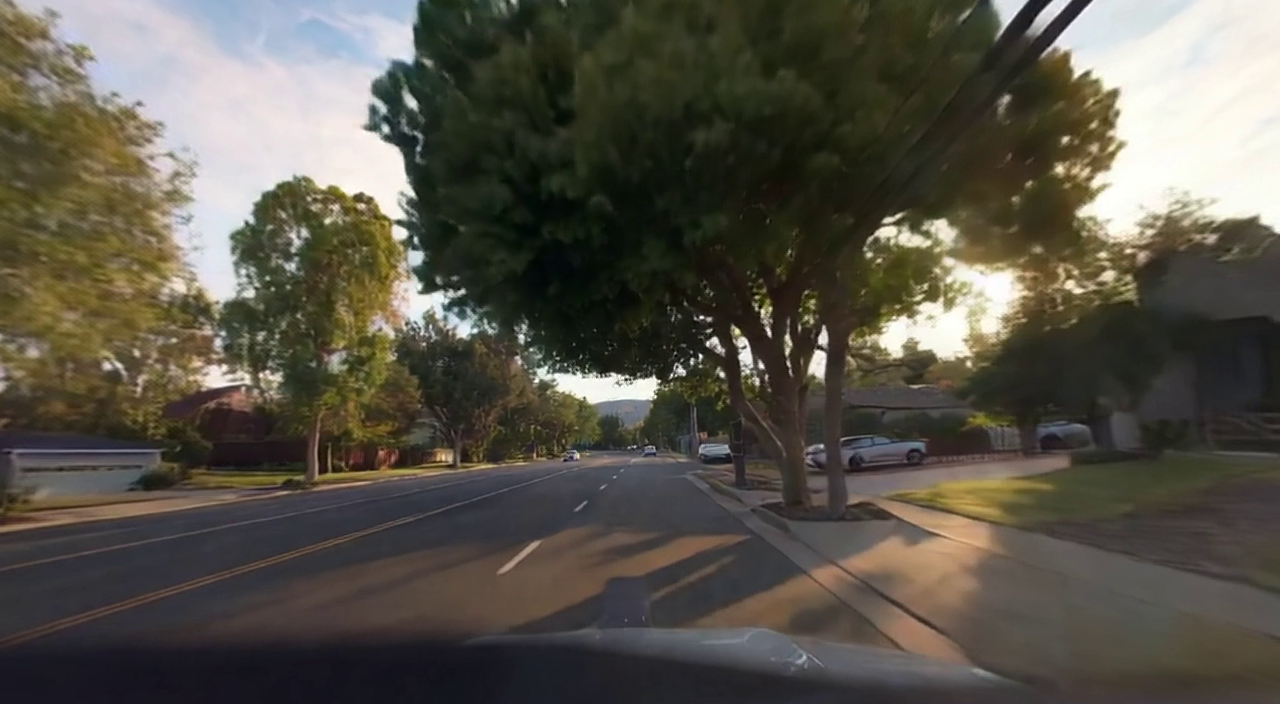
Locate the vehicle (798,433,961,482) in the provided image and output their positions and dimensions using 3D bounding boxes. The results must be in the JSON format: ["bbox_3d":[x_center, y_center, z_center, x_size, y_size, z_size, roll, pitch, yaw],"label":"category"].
[{"bbox_3d":[7.970,3.556,21.294,4.719,1.556,1.869,0,-9,1],"label":"vehicle"}]

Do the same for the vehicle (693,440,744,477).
[{"bbox_3d":[4.294,5.926,35.365,2.228,1.885,4.854,0,-9,0],"label":"vehicle"}]
